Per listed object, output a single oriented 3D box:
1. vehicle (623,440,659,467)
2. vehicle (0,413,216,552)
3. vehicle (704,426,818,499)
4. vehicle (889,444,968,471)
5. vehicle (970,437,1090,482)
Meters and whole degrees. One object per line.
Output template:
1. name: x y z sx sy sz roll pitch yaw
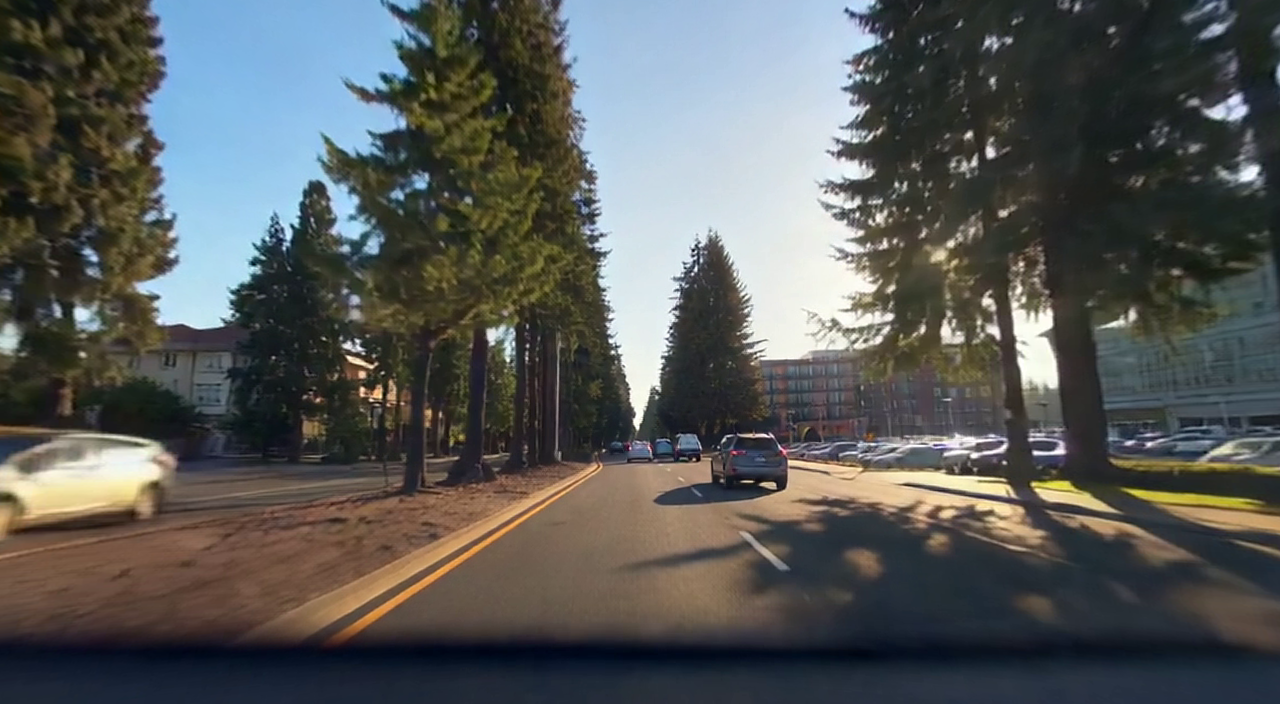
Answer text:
1. vehicle: 0.032 6.336 39.634 2.145 1.572 4.021 0 -9 -1
2. vehicle: -9.107 1.883 9.555 2.093 1.728 4.735 0 -9 0
3. vehicle: 3.276 3.136 18.227 2.235 1.806 4.818 0 -9 -1
4. vehicle: 17.320 6.312 37.990 3.958 1.524 2.061 3 -10 -20
5. vehicle: 15.962 4.409 26.210 1.812 1.687 4.579 1 -9 -3
